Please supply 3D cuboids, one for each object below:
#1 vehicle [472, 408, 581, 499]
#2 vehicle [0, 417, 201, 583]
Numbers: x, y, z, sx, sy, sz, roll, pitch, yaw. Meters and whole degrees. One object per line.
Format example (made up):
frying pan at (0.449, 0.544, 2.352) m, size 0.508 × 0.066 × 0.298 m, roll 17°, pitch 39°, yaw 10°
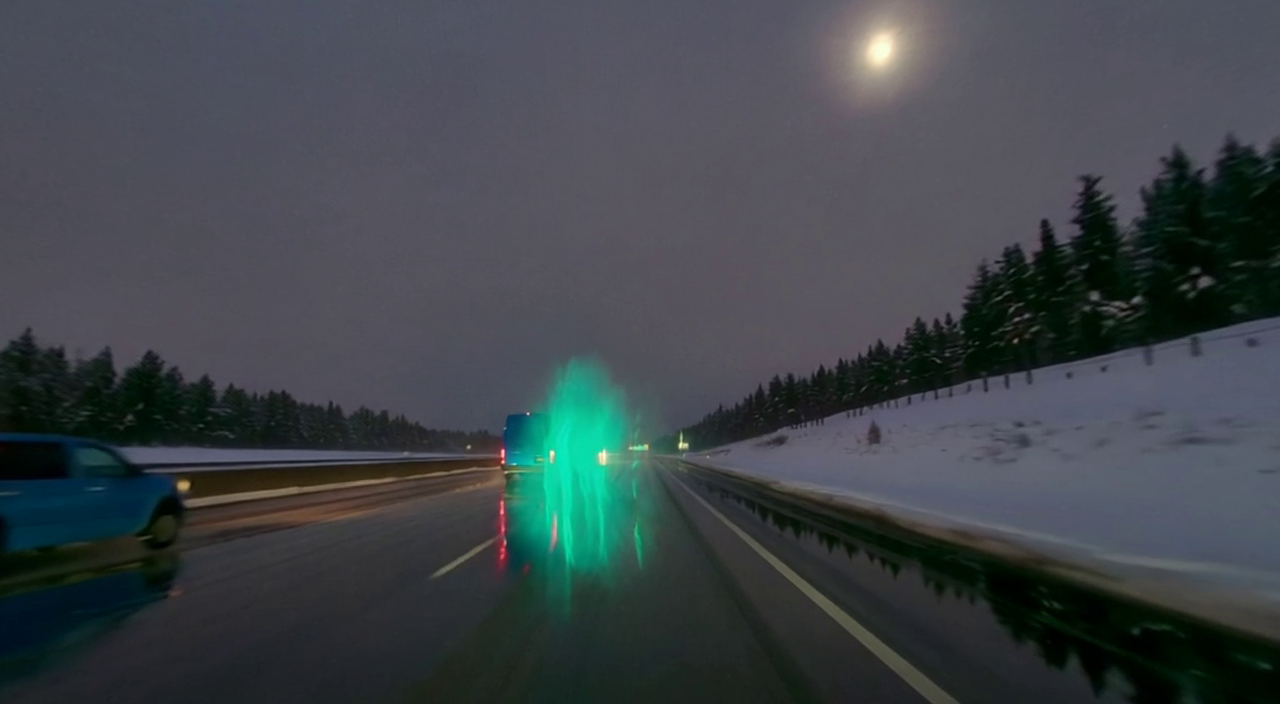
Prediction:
vehicle at (-3.474, 3.321, 20.805) m, size 2.437 × 2.565 × 5.829 m, roll 0°, pitch -9°, yaw 1°
vehicle at (-7.579, 1.613, 7.097) m, size 2.164 × 1.664 × 4.252 m, roll 0°, pitch -9°, yaw 0°
